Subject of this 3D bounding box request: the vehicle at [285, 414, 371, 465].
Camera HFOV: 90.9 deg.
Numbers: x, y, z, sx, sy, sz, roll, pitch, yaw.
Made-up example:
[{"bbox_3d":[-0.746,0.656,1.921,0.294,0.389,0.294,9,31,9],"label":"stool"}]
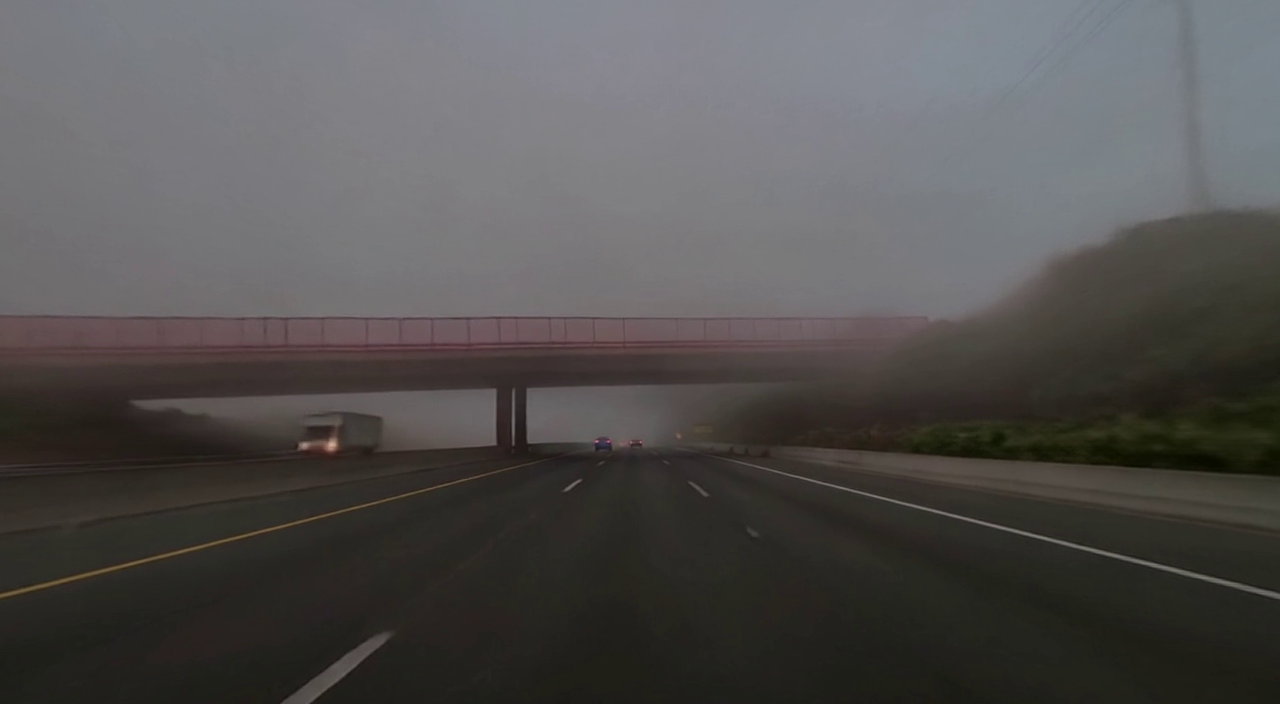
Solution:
[{"bbox_3d":[-19.269,5.458,39.388,2.295,2.956,5.852,0,-8,0],"label":"vehicle"}]
